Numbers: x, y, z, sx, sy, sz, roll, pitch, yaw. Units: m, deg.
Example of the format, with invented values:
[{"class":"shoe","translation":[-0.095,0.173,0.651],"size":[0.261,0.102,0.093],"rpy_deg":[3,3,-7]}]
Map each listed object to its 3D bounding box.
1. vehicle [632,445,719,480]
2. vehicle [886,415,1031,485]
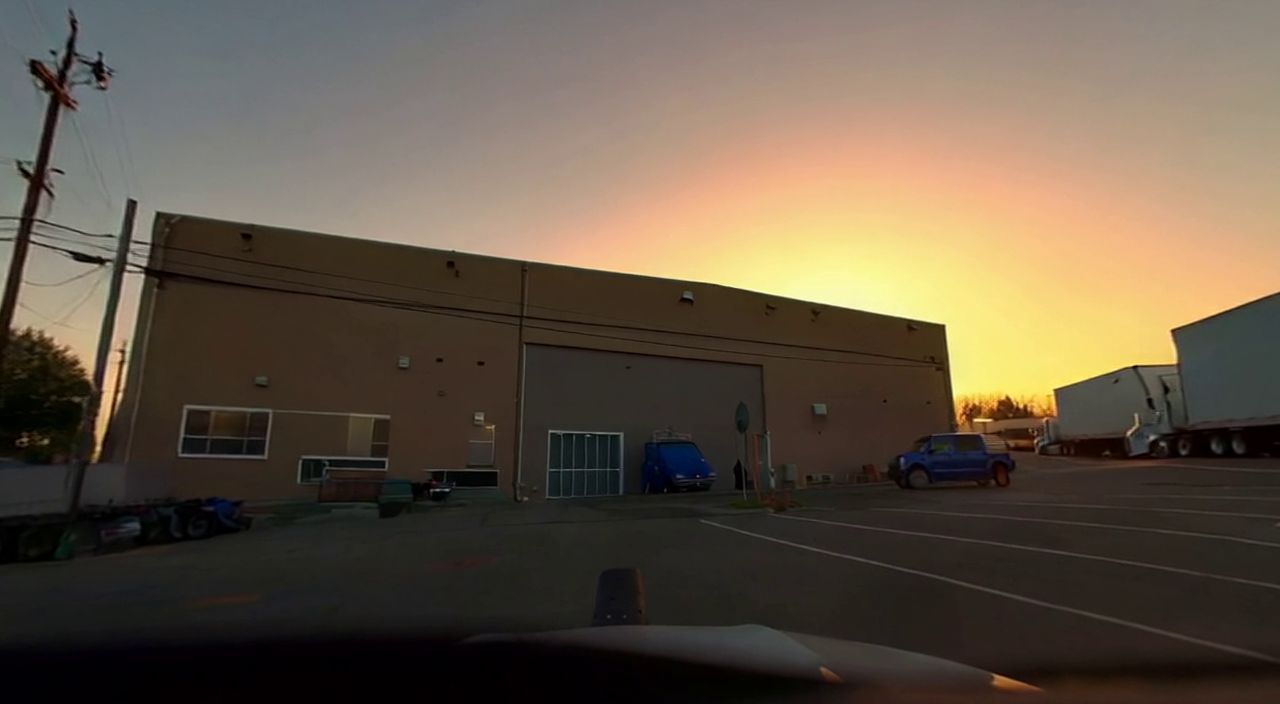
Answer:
[{"class":"vehicle","translation":[2.229,7.006,40.142],"size":[5.207,2.103,1.997],"rpy_deg":[1,-9,-8]},{"class":"vehicle","translation":[15.547,4.993,31.365],"size":[2.298,3.004,6.271],"rpy_deg":[2,-12,-19]}]
